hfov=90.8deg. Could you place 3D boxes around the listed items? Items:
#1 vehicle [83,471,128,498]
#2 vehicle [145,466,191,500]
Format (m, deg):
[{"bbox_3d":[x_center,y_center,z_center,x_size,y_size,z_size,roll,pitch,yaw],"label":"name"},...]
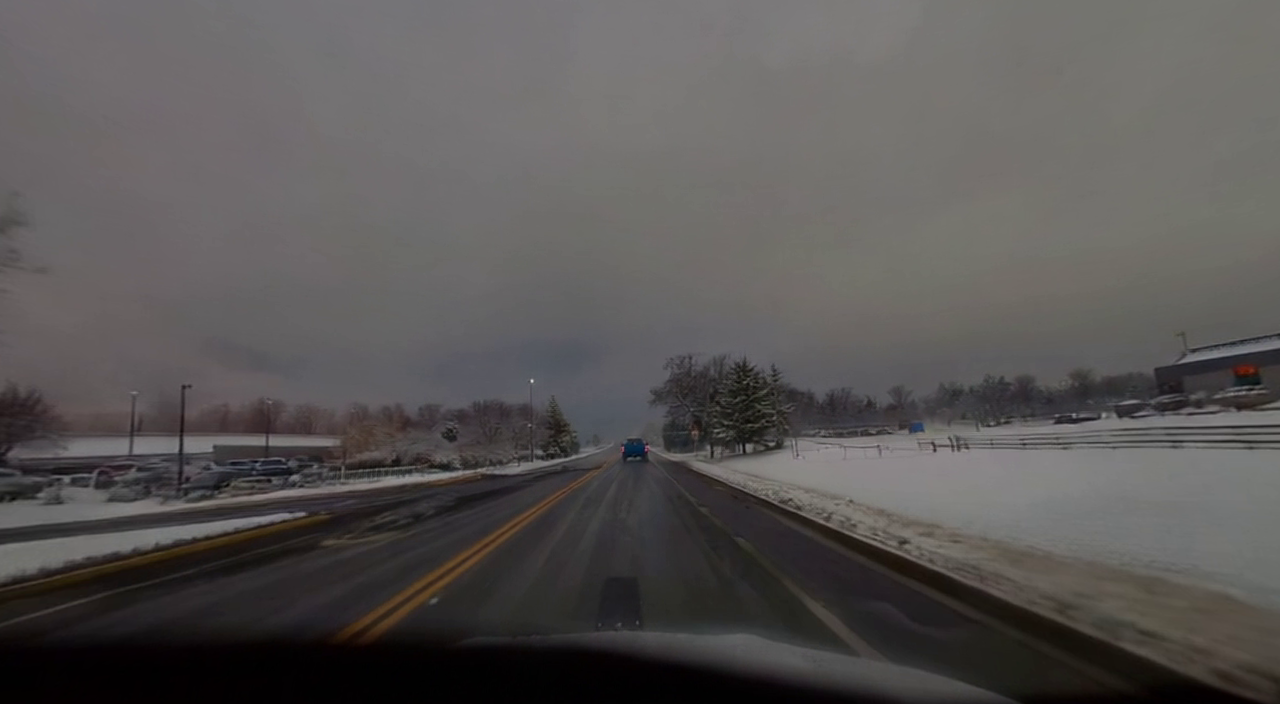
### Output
[{"bbox_3d":[-32.023,7.903,37.813,1.747,1.468,3.972,7,-13,-42],"label":"vehicle"},{"bbox_3d":[-27.838,7.667,37.335,1.930,1.718,4.438,6,-10,-35],"label":"vehicle"}]
